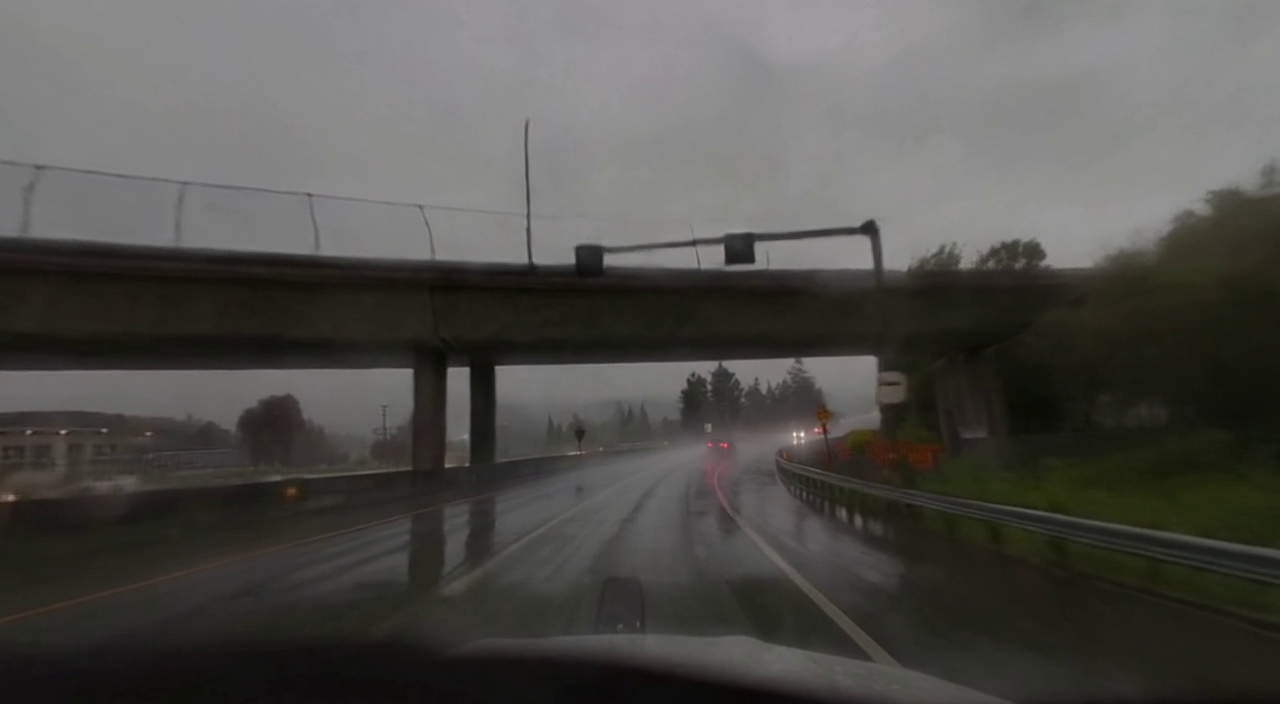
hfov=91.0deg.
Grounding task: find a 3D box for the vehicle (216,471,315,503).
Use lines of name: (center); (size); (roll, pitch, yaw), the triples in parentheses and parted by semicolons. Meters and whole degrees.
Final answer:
vehicle: (-21.075, 7.558, 35.526); (4.374, 1.541, 1.860); (8, -12, -41)
